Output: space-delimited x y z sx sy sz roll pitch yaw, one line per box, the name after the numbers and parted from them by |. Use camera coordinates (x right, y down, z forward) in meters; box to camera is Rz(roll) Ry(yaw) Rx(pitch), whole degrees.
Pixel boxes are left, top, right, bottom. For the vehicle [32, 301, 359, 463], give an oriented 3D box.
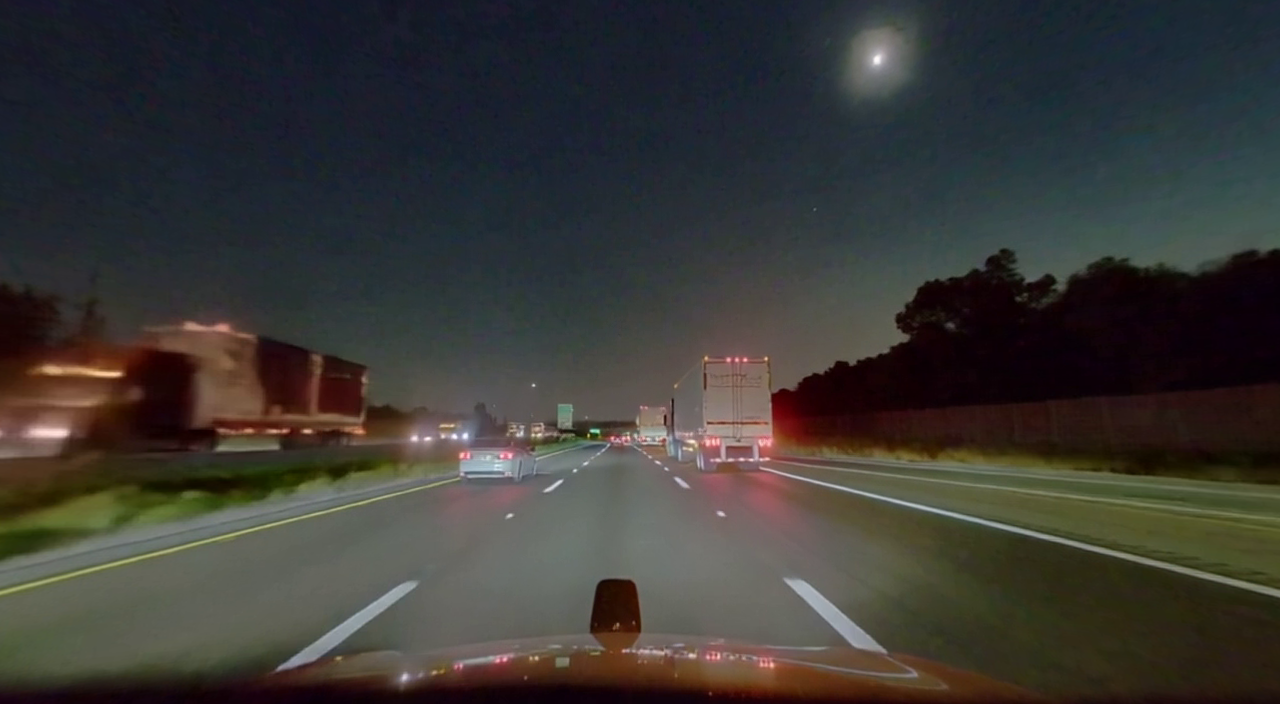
-12.282 1.313 19.295 2.938 3.692 9.880 0 -8 -1 | vehicle

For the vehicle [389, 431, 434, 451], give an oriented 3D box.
-17.174 6.706 47.530 1.806 1.429 4.397 0 -8 -1 | vehicle

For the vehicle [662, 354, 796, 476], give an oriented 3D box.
3.215 3.017 28.113 3.241 4.042 14.292 0 -8 -3 | vehicle

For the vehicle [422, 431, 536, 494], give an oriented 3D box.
-4.106 2.862 16.874 1.971 1.444 4.401 0 -8 -1 | vehicle
